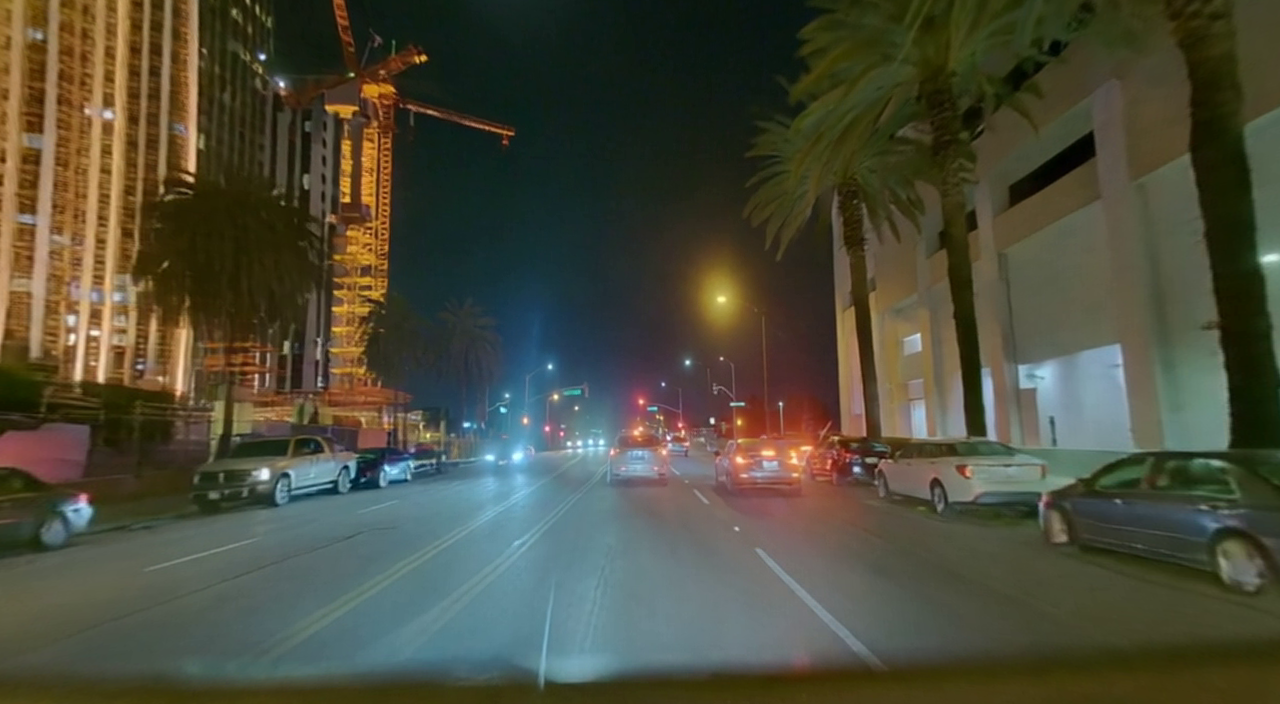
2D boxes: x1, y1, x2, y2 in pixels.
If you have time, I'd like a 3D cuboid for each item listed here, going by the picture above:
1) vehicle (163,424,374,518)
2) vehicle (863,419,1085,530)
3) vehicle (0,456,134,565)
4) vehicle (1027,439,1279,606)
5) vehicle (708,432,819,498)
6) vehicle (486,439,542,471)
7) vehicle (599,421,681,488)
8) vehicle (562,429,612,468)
[{"bbox_3d":[-10.027,3.324,17.885,2.294,1.948,6.025,-6,-10,0],"label":"vehicle"},{"bbox_3d":[6.325,2.351,12.732,1.886,1.792,4.525,0,-8,-1],"label":"vehicle"},{"bbox_3d":[-9.892,2.247,8.792,1.804,1.478,4.734,0,-8,-1],"label":"vehicle"},{"bbox_3d":[6.445,1.662,6.737,1.819,1.435,4.337,0,-8,-1],"label":"vehicle"},{"bbox_3d":[3.054,2.881,16.530,1.999,1.487,3.939,0,-8,-1],"label":"vehicle"},{"bbox_3d":[-6.390,5.262,32.538,2.020,1.486,4.363,0,-8,0],"label":"vehicle"},{"bbox_3d":[-0.011,3.142,19.605,2.264,1.798,4.258,0,-8,0],"label":"vehicle"},{"bbox_3d":[-2.669,4.982,32.737,2.180,1.879,4.452,0,-8,0],"label":"vehicle"}]
